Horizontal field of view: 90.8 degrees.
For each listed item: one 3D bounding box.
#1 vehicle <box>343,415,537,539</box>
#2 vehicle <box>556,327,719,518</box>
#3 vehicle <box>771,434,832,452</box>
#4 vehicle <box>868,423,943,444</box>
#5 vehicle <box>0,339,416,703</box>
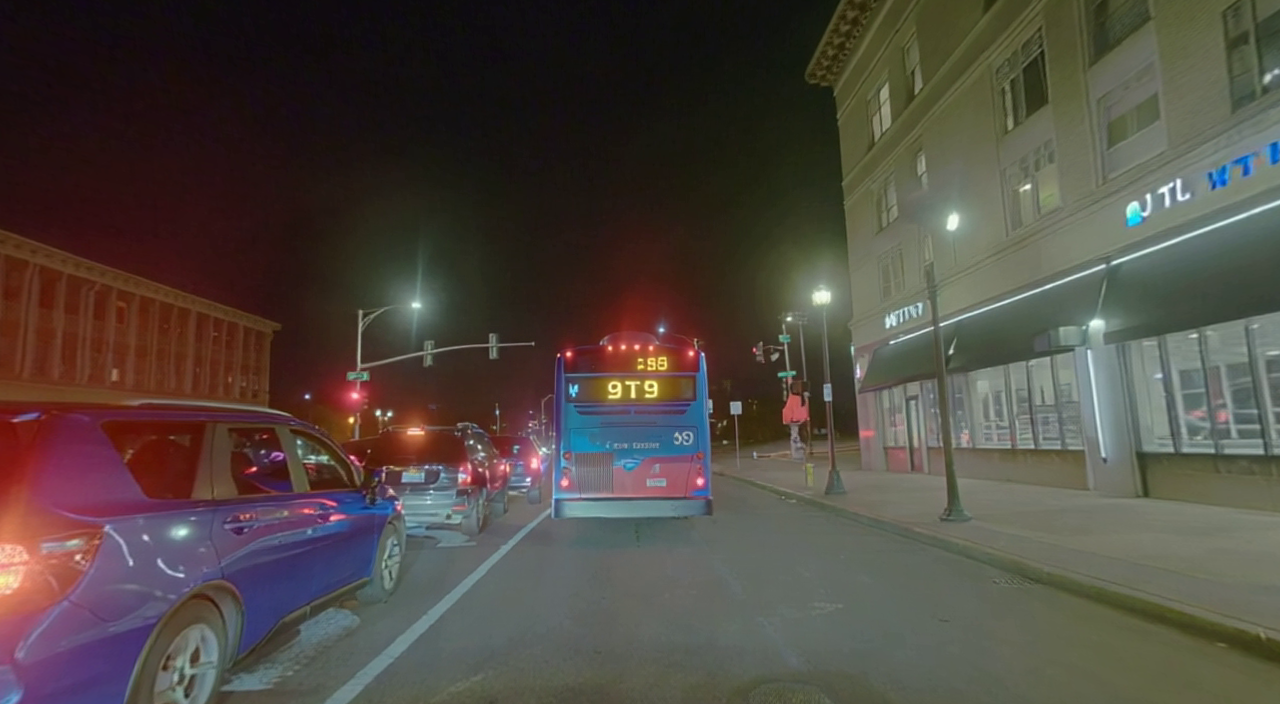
[{"bbox_3d":[-3.352,2.209,11.783,2.096,1.828,4.669,0,-8,0],"label":"vehicle"},{"bbox_3d":[-0.305,1.999,16.557,2.938,3.468,9.972,0,-8,-3],"label":"vehicle"},{"bbox_3d":[11.904,6.740,46.667,3.949,1.337,1.738,0,-9,-3],"label":"vehicle"},{"bbox_3d":[19.794,6.114,47.214,4.827,1.555,1.863,1,-9,-6],"label":"vehicle"},{"bbox_3d":[-3.222,1.096,3.974,2.020,1.725,4.384,0,-8,0],"label":"vehicle"}]
